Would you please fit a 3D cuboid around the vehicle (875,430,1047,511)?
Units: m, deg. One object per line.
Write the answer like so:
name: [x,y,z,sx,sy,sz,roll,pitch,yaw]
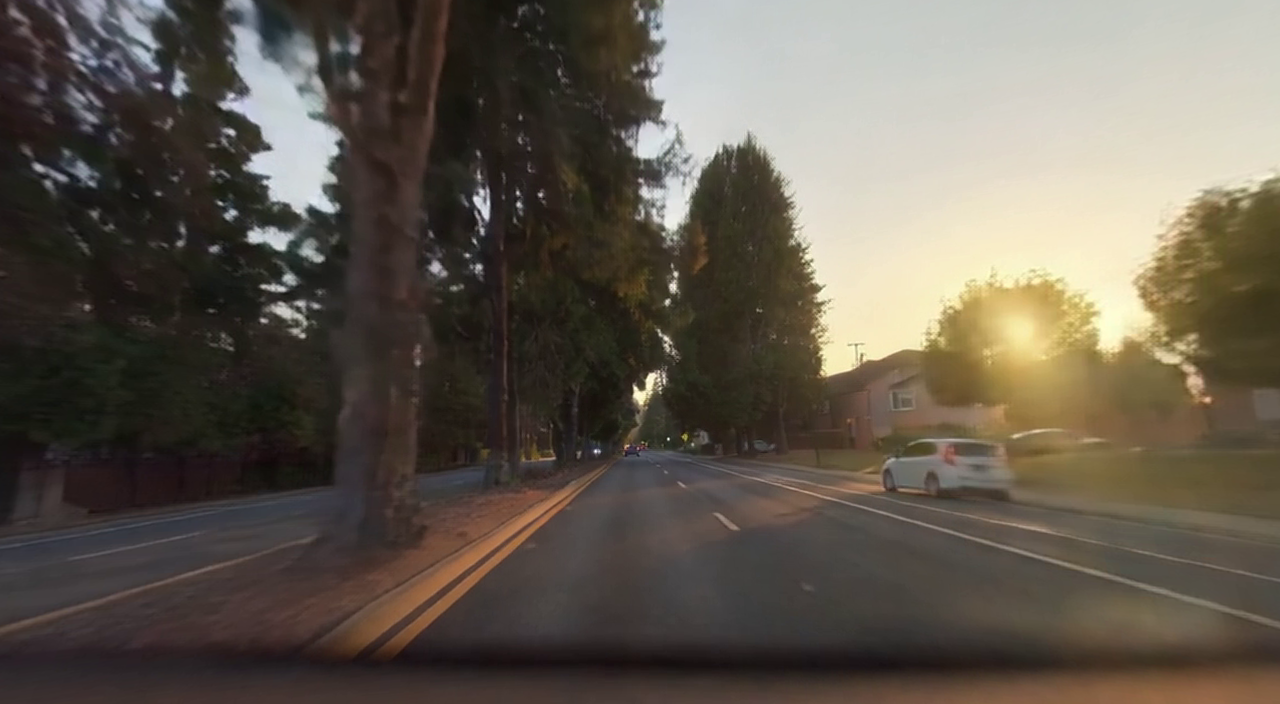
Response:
vehicle: [7.332,2.729,15.013,1.965,1.623,4.096,0,-9,1]
